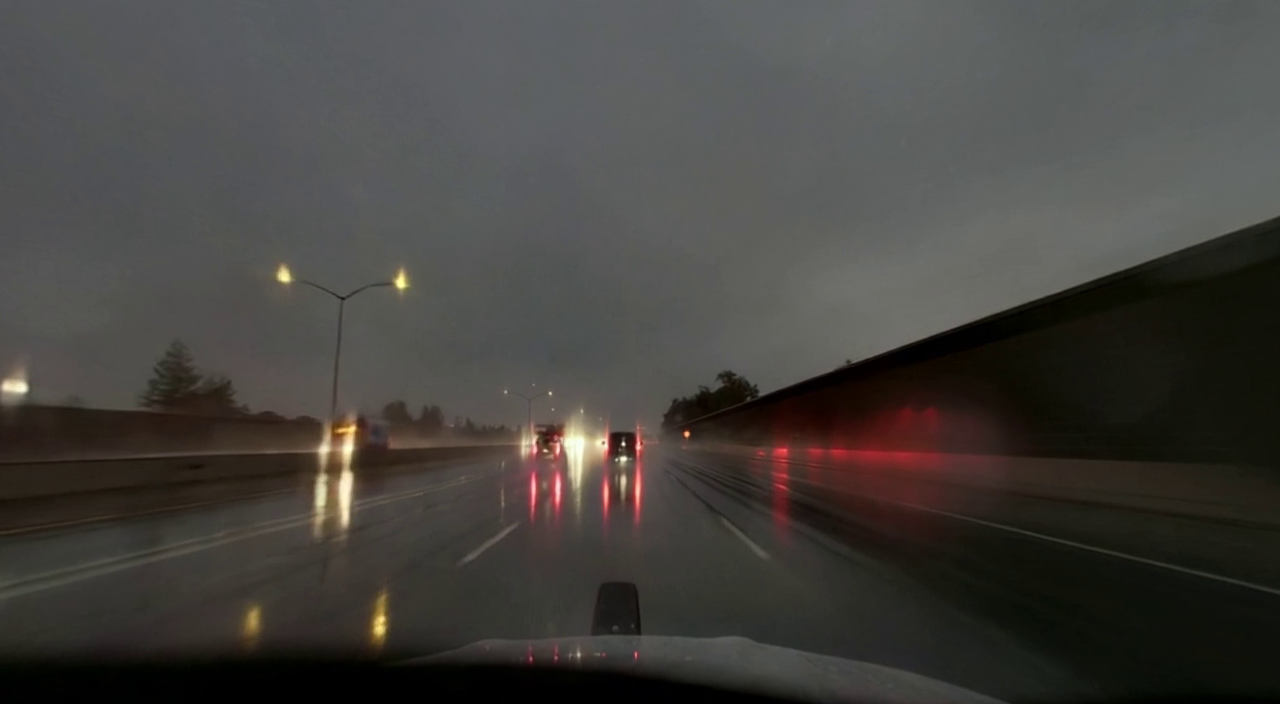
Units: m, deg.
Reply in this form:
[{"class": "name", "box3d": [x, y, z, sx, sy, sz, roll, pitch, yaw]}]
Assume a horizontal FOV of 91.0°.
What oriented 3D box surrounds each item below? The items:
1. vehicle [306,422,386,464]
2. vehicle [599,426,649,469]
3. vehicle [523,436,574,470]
[{"class": "vehicle", "box3d": [-20.142, 6.280, 43.680, 2.290, 2.626, 7.289, 0, -8, -2]}, {"class": "vehicle", "box3d": [-0.811, 4.820, 31.877, 2.382, 1.973, 4.439, 0, -8, -1]}, {"class": "vehicle", "box3d": [-4.646, 5.186, 32.647, 2.039, 1.602, 4.317, 0, -8, -1]}]
